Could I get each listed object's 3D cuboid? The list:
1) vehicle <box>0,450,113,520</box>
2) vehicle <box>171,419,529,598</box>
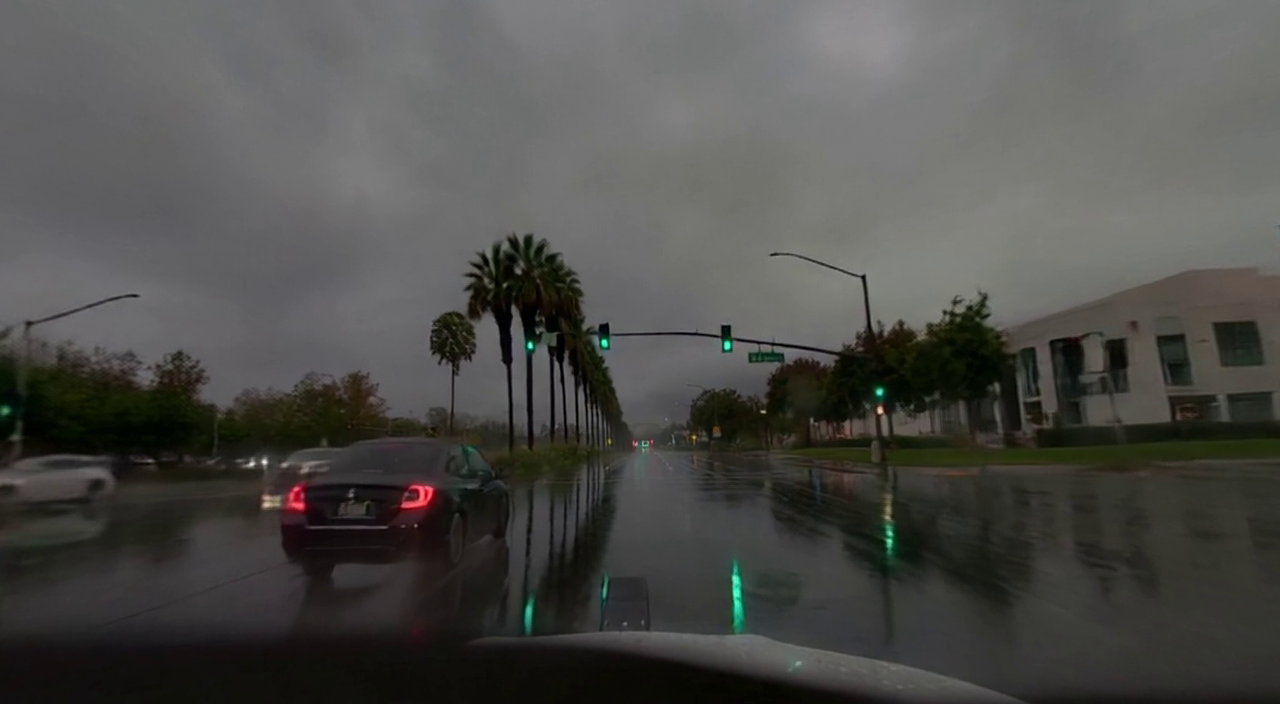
[{"bbox_3d":[-18.073,3.707,17.816,2.180,1.802,4.773,0,-8,0],"label":"vehicle"},{"bbox_3d":[-2.968,1.718,7.974,2.162,1.549,4.795,0,-8,1],"label":"vehicle"}]
